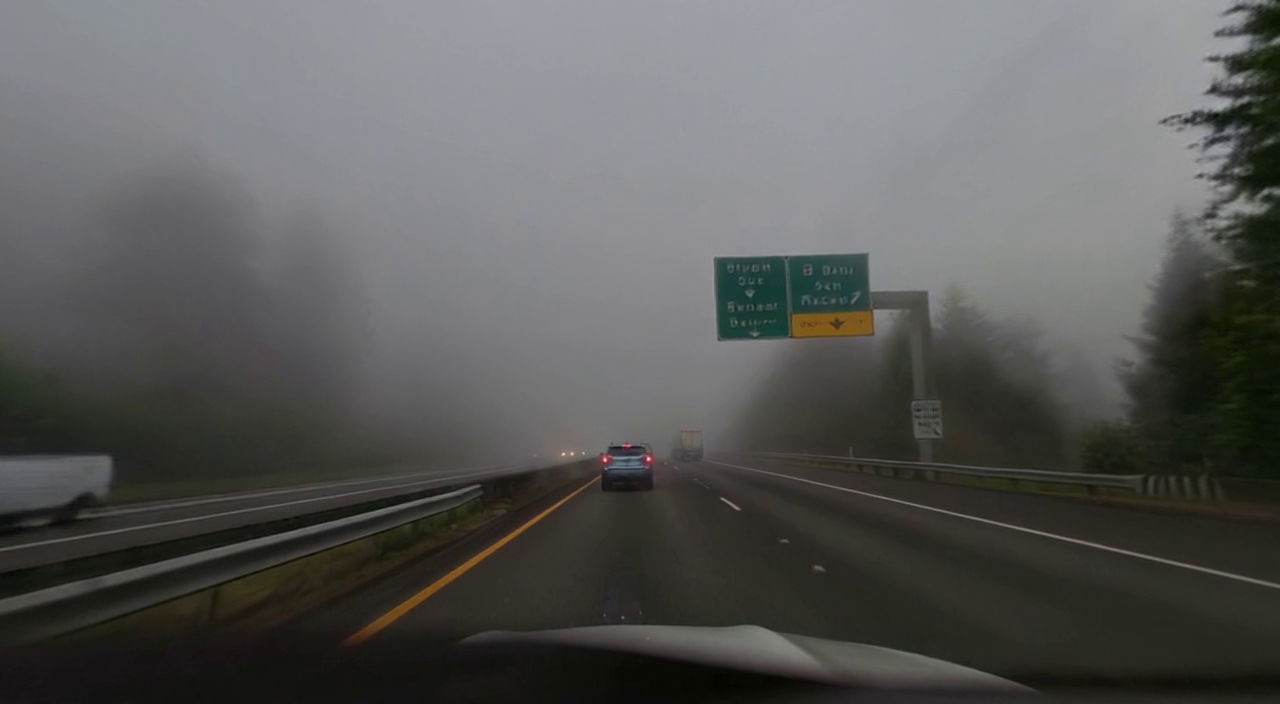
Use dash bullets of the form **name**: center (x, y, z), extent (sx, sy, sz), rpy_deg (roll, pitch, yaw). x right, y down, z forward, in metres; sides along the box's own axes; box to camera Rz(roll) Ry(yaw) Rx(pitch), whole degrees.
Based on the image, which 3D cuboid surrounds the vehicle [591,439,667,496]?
- **vehicle**: center (-0.307, 3.332, 18.497), extent (2.003, 1.490, 3.636), rpy_deg (0, -9, 0)
